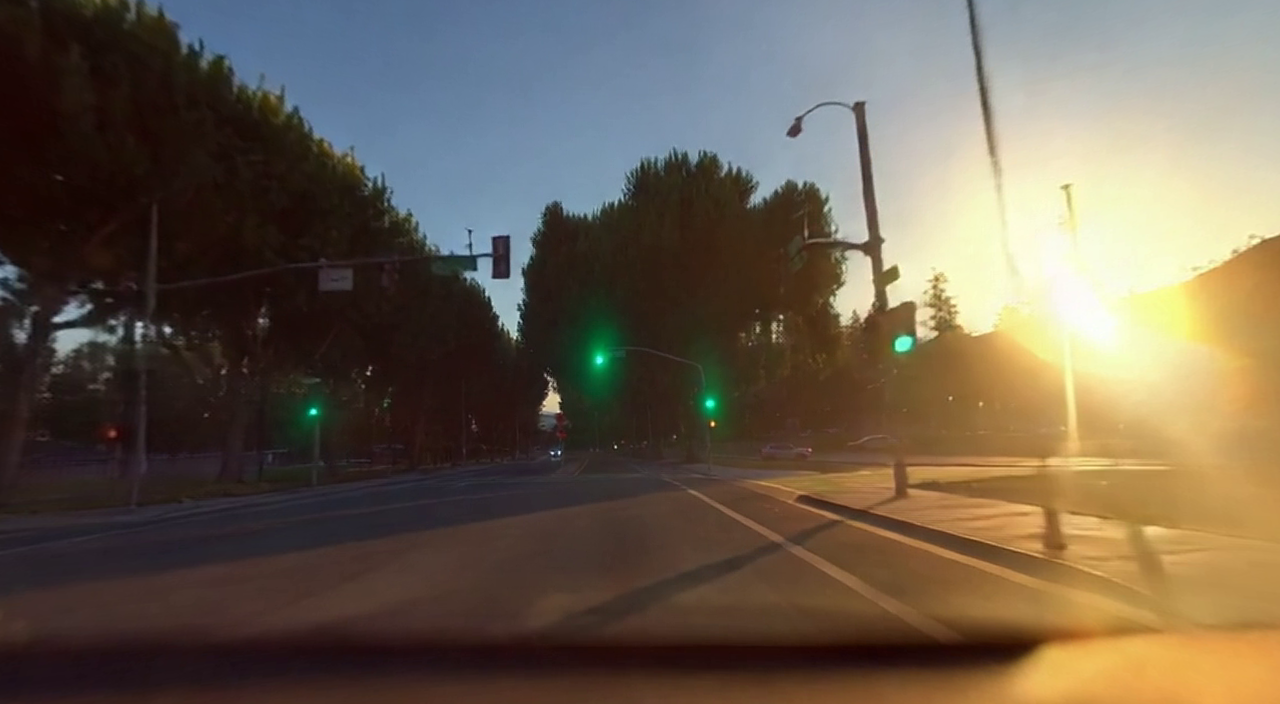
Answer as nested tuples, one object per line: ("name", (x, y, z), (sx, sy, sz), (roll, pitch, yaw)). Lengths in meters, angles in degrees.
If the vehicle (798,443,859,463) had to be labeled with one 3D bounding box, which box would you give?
("vehicle", (13.795, 7.420, 46.299), (3.914, 1.415, 1.626), (0, -8, 0))
